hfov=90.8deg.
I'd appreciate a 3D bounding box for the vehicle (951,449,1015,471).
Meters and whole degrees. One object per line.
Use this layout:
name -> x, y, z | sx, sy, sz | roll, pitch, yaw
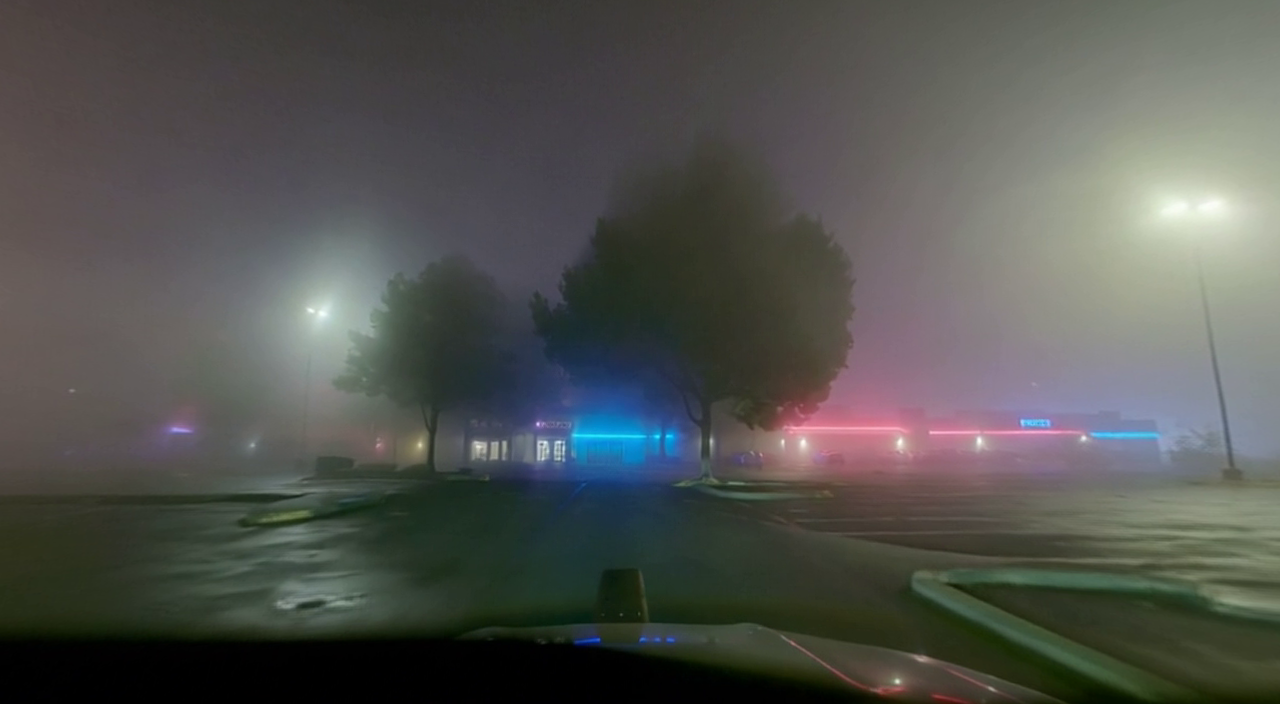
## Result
vehicle -> 26.342, 8.296, 48.694 | 1.845, 1.463, 4.399 | 1, -8, -12
